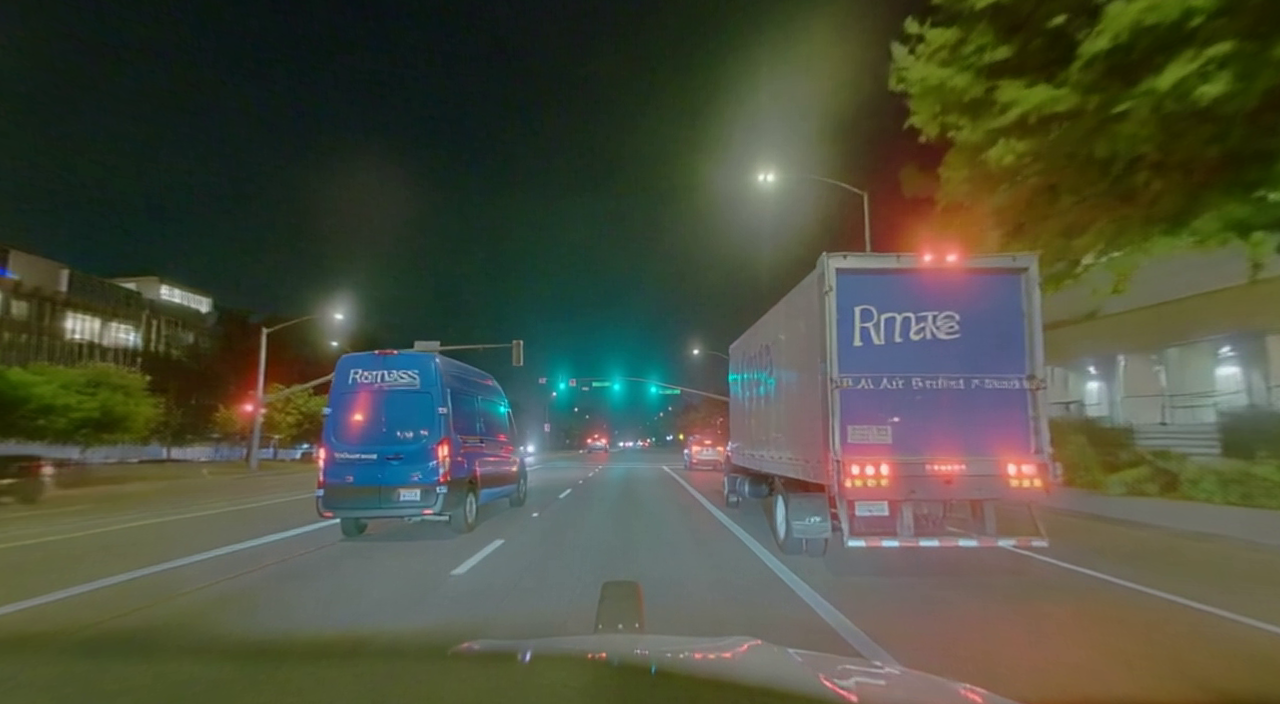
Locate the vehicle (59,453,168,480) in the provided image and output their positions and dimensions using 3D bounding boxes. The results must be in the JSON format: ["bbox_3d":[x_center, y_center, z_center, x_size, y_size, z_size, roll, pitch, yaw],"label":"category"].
[{"bbox_3d":[-31.131,6.764,37.523,4.535,1.467,2.021,4,-9,-27],"label":"vehicle"}]

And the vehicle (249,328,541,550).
[{"bbox_3d":[-3.592,1.567,11.272,2.443,2.784,6.493,0,-9,1],"label":"vehicle"}]

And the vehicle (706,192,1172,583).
[{"bbox_3d":[3.113,0.977,10.576,2.861,3.525,9.858,0,-9,-1],"label":"vehicle"}]

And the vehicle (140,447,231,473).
[{"bbox_3d":[-31.092,7.405,43.381,4.811,1.675,1.875,5,-10,-30],"label":"vehicle"}]
